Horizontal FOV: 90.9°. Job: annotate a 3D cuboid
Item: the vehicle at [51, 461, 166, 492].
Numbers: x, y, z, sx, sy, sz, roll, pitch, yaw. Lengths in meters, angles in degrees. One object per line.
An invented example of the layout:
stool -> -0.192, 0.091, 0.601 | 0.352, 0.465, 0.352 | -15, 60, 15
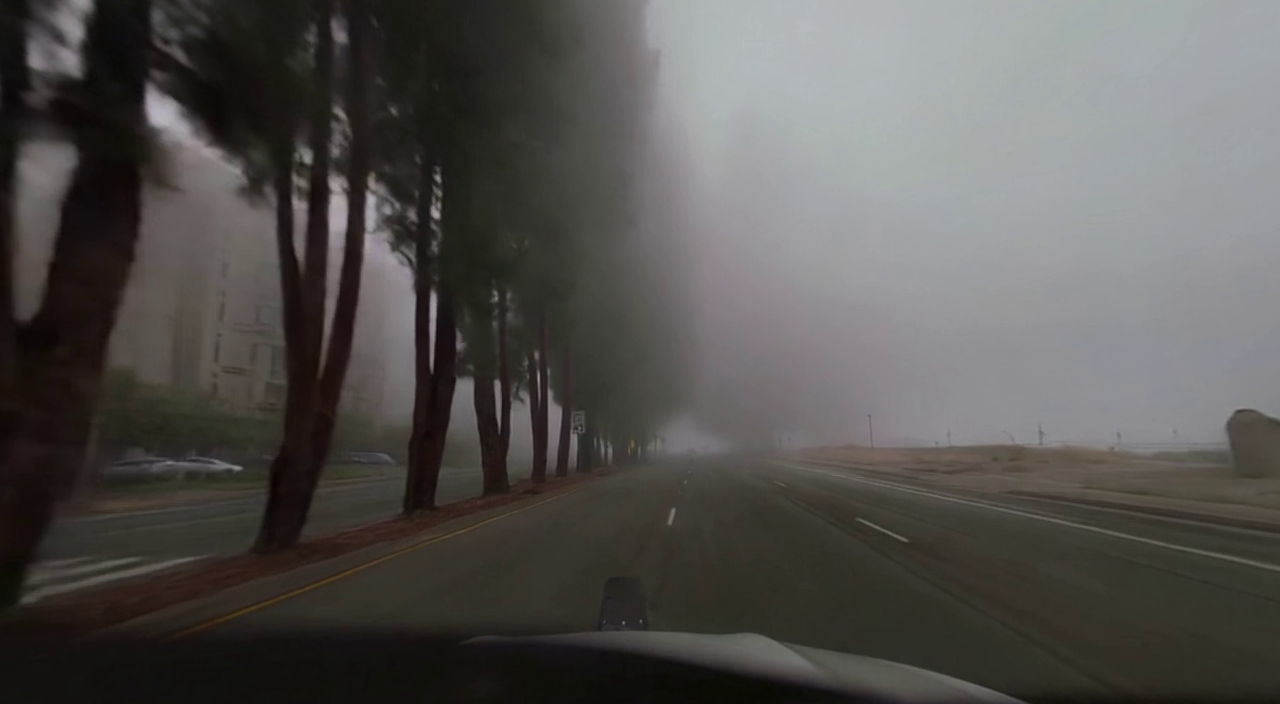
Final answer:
vehicle -> -27.098, 6.343, 32.214 | 4.380, 1.461, 1.754 | -1, -8, 4

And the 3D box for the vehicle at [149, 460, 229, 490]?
vehicle -> -26.641, 7.260, 37.276 | 3.587, 1.424, 1.633 | -4, -8, 4
